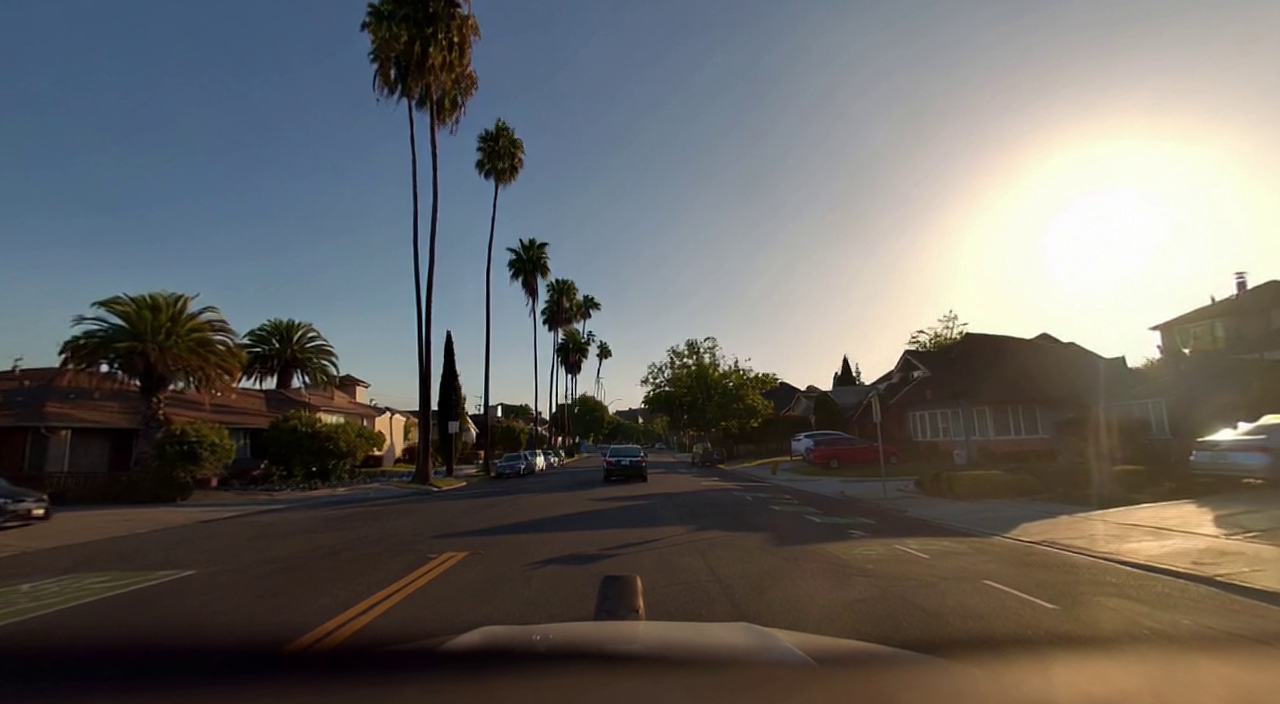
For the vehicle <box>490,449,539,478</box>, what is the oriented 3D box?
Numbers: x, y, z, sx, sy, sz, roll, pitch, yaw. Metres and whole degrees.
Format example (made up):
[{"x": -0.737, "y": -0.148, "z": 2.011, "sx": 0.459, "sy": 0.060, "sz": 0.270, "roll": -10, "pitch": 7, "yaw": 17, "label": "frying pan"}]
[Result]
[{"x": -7.915, "y": 7.026, "z": 40.197, "sx": 2.069, "sy": 1.441, "sz": 4.368, "roll": -3, "pitch": -7, "yaw": 1, "label": "vehicle"}]

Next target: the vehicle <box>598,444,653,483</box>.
[{"x": -0.578, "y": 4.587, "z": 26.336, "sx": 2.098, "sy": 1.483, "sz": 4.099, "roll": 0, "pitch": -9, "yaw": 0, "label": "vehicle"}]
